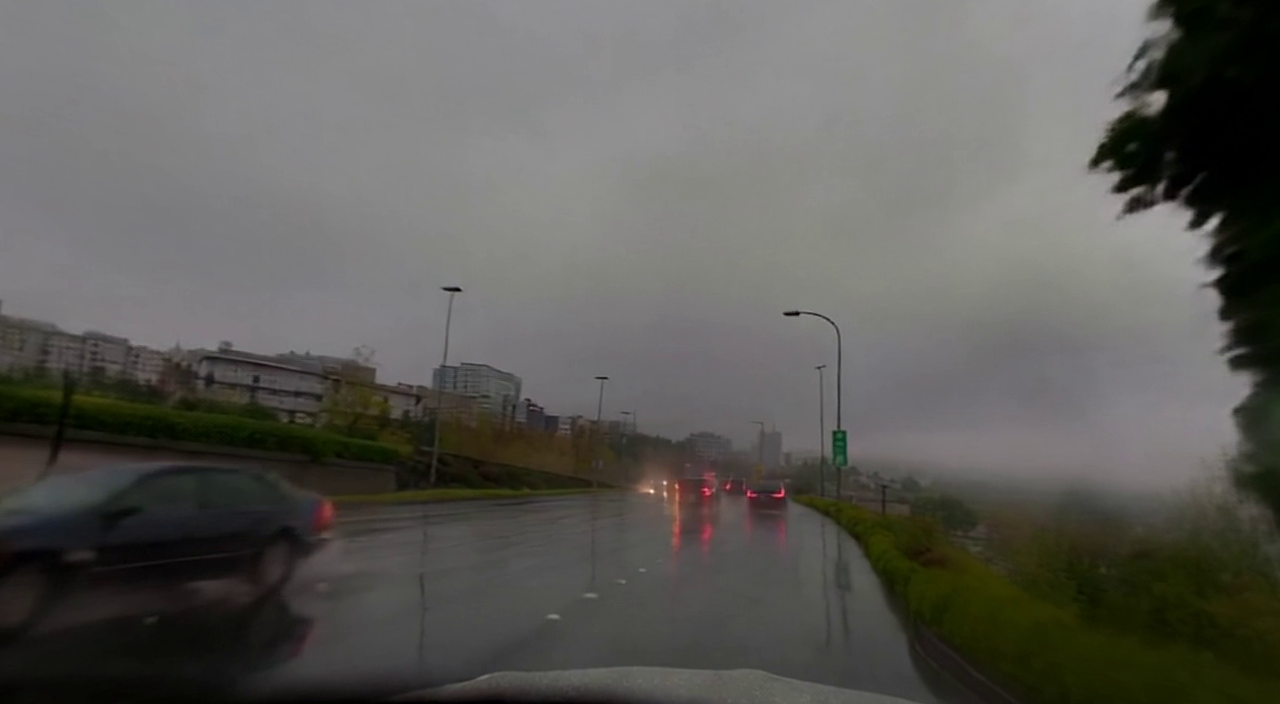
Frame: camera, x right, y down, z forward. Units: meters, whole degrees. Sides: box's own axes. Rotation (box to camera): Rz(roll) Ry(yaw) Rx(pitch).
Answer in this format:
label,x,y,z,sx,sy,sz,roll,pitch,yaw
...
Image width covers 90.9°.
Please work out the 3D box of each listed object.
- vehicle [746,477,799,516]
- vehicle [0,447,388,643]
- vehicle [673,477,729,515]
label,x,y,z,sx,sy,sz,roll,pitch,yaw
vehicle,5.941,6.412,28.219,2.129,1.471,4.258,-1,-11,12
vehicle,-5.432,1.952,7.403,2.107,1.502,4.705,-1,-11,15
vehicle,2.899,6.527,28.931,2.030,1.441,4.806,-1,-11,12
